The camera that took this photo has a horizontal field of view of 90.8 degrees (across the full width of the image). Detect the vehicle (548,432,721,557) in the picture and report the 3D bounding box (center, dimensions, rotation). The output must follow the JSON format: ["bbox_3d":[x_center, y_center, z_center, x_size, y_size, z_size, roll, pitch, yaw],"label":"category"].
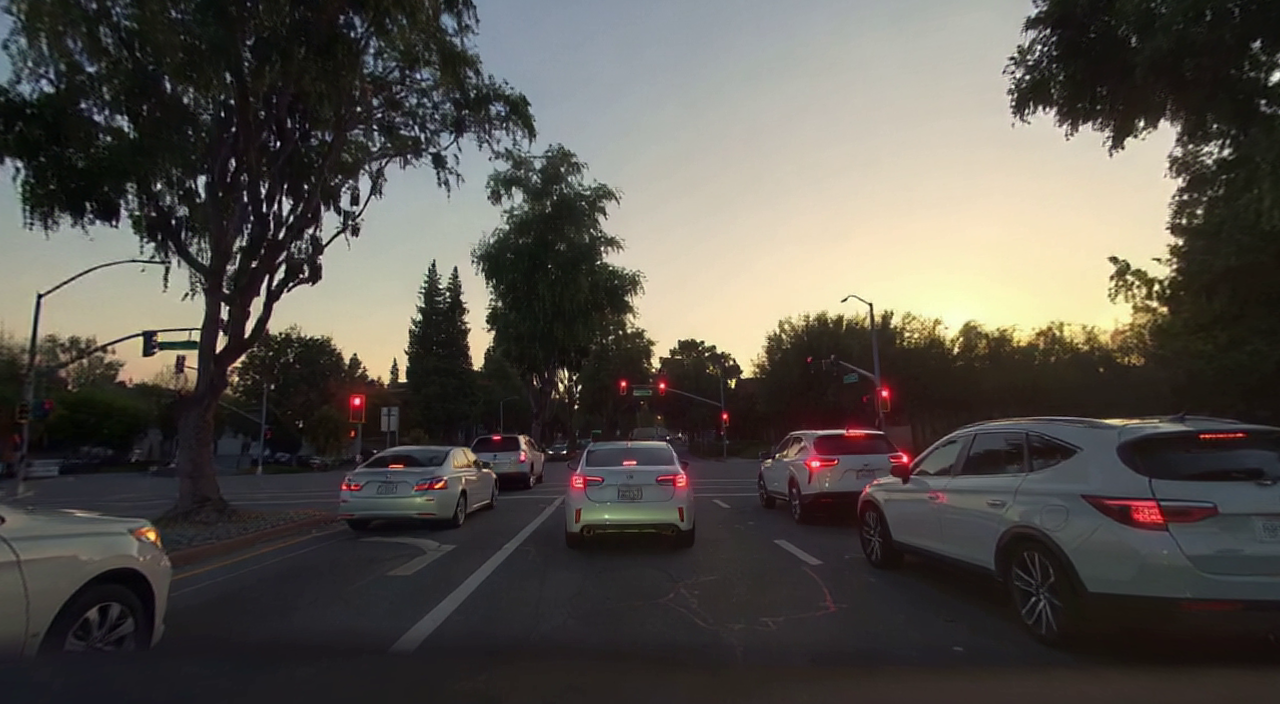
[{"bbox_3d":[-0.077,2.002,9.601,2.061,1.470,3.970,0,-8,0],"label":"vehicle"}]

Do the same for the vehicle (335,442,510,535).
[{"bbox_3d":[-3.929,2.508,12.332,1.919,1.459,4.371,0,-8,-1],"label":"vehicle"}]

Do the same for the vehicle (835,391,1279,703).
[{"bbox_3d":[3.386,1.309,5.427,1.933,1.564,4.600,0,-8,0],"label":"vehicle"}]

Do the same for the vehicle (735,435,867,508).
[{"bbox_3d":[3.646,2.779,15.243,1.922,1.472,4.440,0,-8,-1],"label":"vehicle"}]

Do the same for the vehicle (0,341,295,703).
[{"bbox_3d":[-3.660,0.839,2.542,2.047,1.764,4.369,0,-8,0],"label":"vehicle"}]
